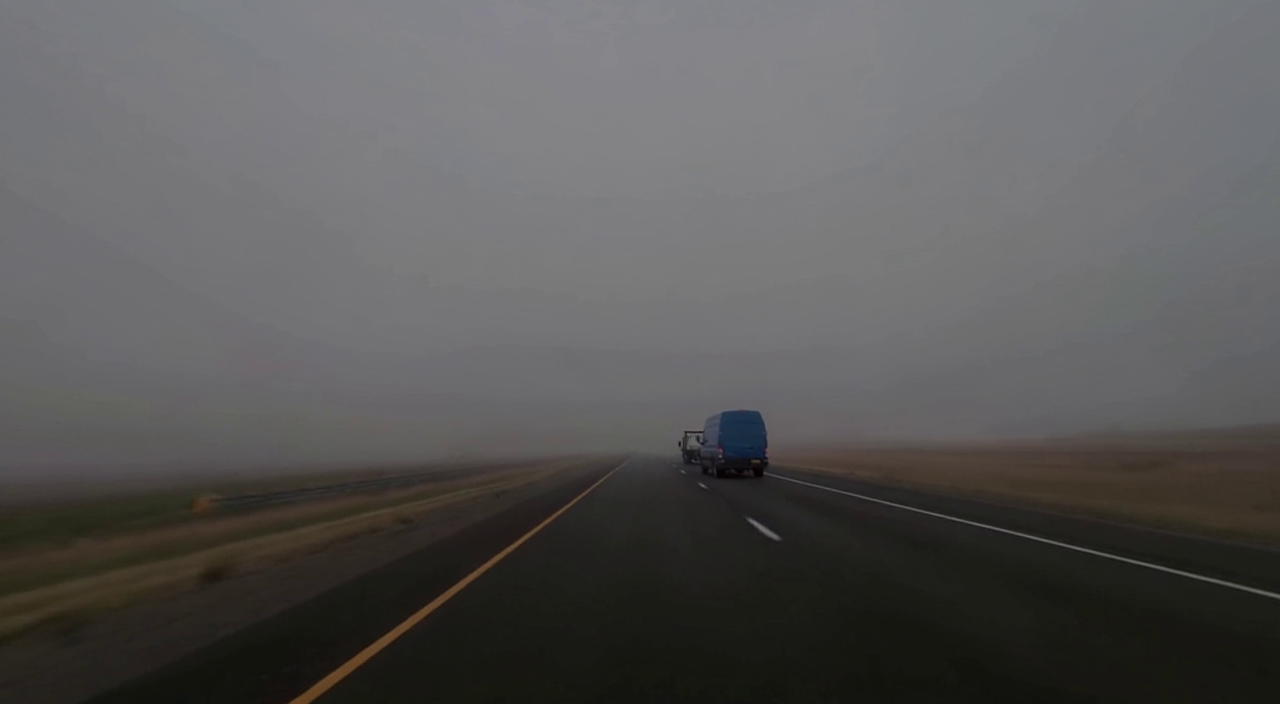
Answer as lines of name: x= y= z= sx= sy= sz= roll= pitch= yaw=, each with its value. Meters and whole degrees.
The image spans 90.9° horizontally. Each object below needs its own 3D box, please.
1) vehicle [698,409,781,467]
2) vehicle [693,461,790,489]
vehicle: x=3.840 y=3.528 z=25.505 sx=2.444 sy=2.053 sz=5.616 roll=-1 pitch=-9 yaw=0
vehicle: x=3.845 y=4.877 z=25.404 sx=2.702 sy=0.824 sz=6.391 roll=0 pitch=-9 yaw=-2
